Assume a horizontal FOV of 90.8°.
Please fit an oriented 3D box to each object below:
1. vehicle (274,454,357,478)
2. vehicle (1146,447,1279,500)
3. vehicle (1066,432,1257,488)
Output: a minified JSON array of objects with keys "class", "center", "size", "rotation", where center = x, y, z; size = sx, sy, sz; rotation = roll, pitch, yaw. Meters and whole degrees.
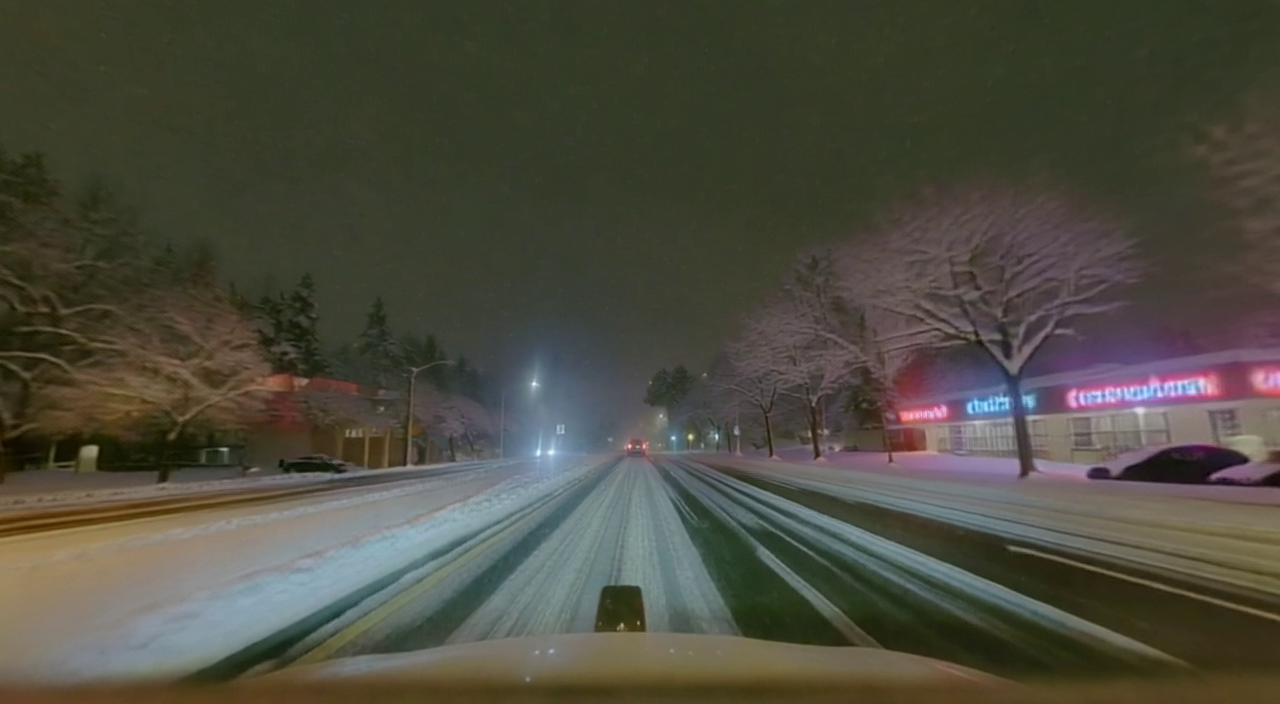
[{"class":"vehicle","center":[-22.111,7.758,43.092],"size":[4.665,1.486,1.918],"rotation":[-1,-9,7]},{"class":"vehicle","center":[18.715,3.711,19.526],"size":[4.290,1.491,2.123],"rotation":[0,-8,0]},{"class":"vehicle","center":[18.327,3.807,22.429],"size":[4.639,1.852,2.373],"rotation":[0,-9,-1]}]
